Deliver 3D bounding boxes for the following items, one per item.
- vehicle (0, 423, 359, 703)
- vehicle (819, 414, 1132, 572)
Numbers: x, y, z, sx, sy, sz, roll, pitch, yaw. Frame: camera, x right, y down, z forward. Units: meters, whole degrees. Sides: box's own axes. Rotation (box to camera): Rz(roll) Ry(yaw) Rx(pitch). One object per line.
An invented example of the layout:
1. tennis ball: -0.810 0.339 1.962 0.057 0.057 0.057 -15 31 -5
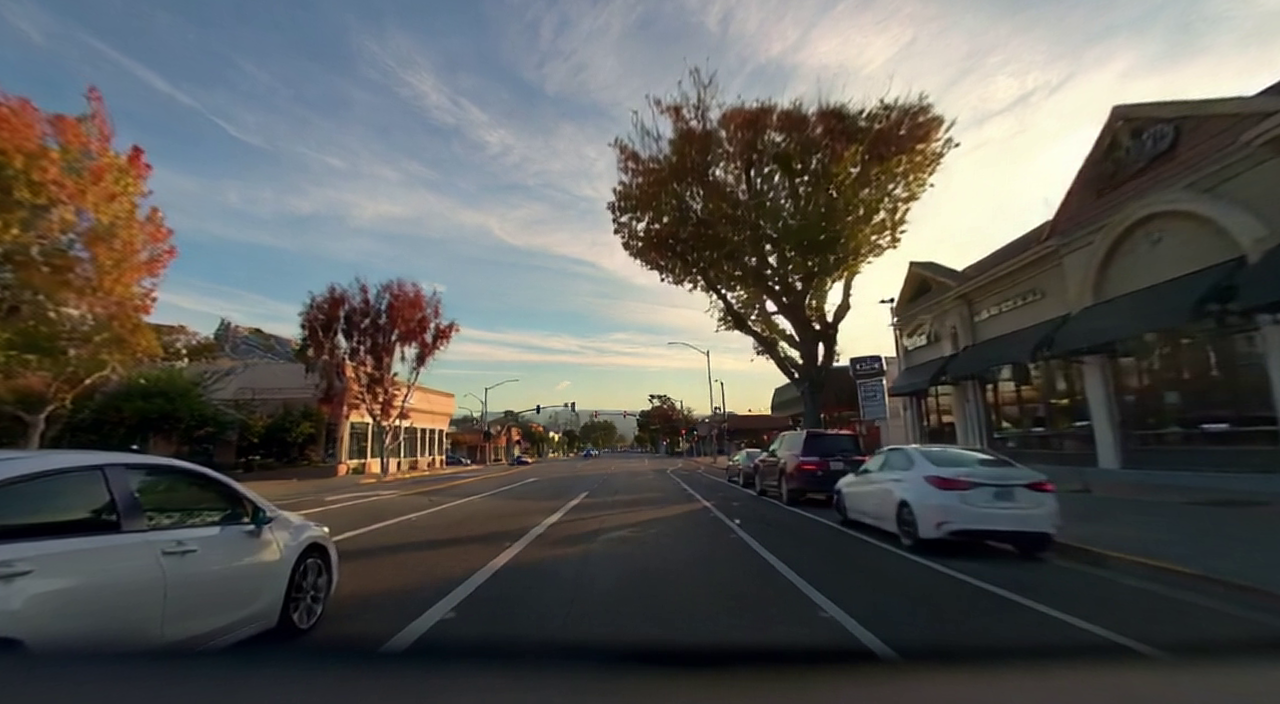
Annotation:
1. vehicle: -3.050 1.010 2.403 1.874 1.424 4.553 0 -9 0
2. vehicle: 4.350 1.902 9.316 2.032 1.703 4.650 0 -9 0
